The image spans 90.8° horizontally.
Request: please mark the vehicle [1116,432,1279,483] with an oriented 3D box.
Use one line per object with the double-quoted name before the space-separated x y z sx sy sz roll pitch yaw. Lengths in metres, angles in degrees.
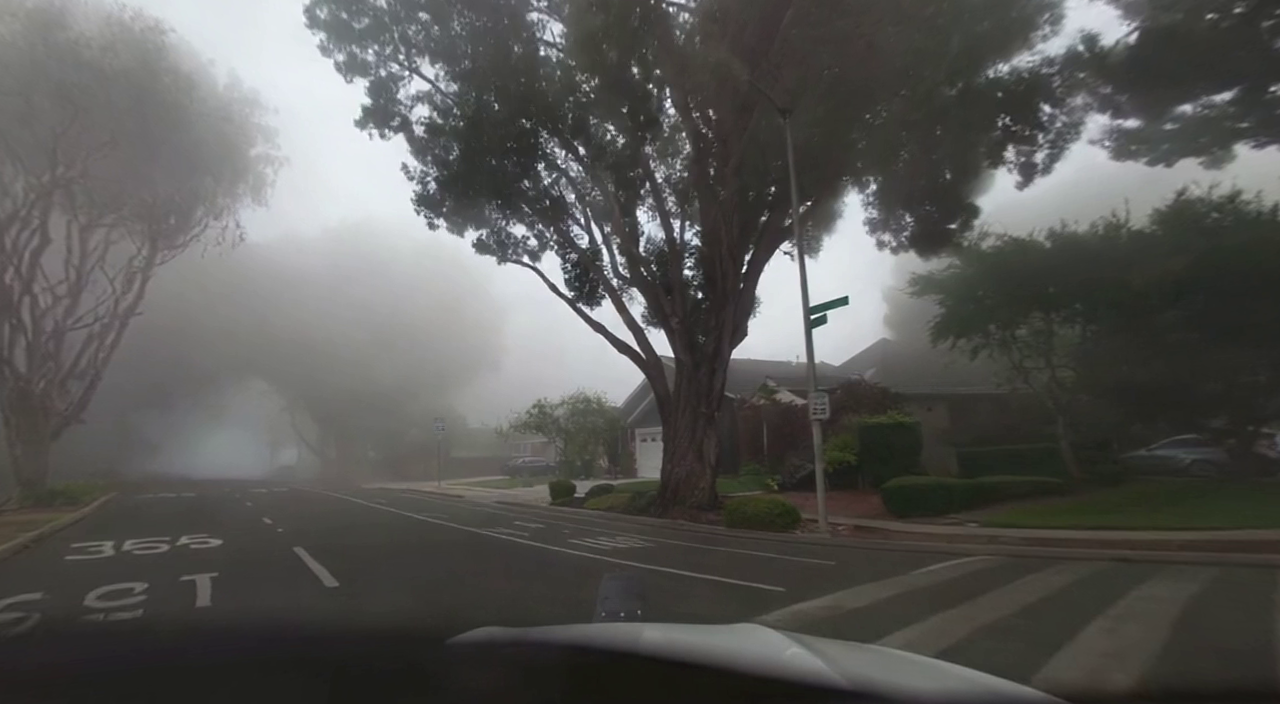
"vehicle" 18.672 3.360 20.338 1.835 1.491 4.866 5 -10 -32
